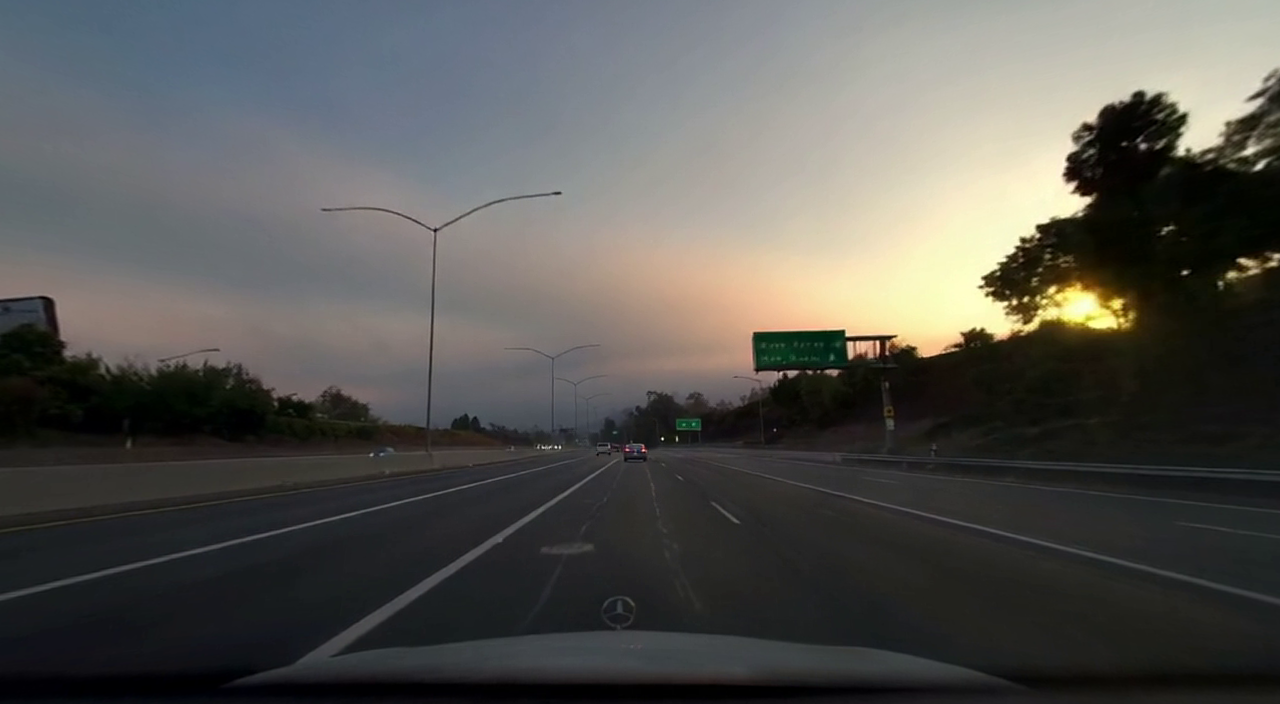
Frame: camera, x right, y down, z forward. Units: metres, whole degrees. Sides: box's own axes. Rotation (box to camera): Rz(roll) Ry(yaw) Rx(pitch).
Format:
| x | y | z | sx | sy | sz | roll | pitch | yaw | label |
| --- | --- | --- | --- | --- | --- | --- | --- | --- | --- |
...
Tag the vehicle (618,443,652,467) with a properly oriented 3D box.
| x | y | z | sx | sy | sz | roll | pitch | yaw | label |
| --- | --- | --- | --- | --- | --- | --- | --- | --- | --- |
| -0.367 | 6.845 | 42.087 | 2.118 | 1.466 | 4.165 | 0 | -9 | -2 | vehicle |
